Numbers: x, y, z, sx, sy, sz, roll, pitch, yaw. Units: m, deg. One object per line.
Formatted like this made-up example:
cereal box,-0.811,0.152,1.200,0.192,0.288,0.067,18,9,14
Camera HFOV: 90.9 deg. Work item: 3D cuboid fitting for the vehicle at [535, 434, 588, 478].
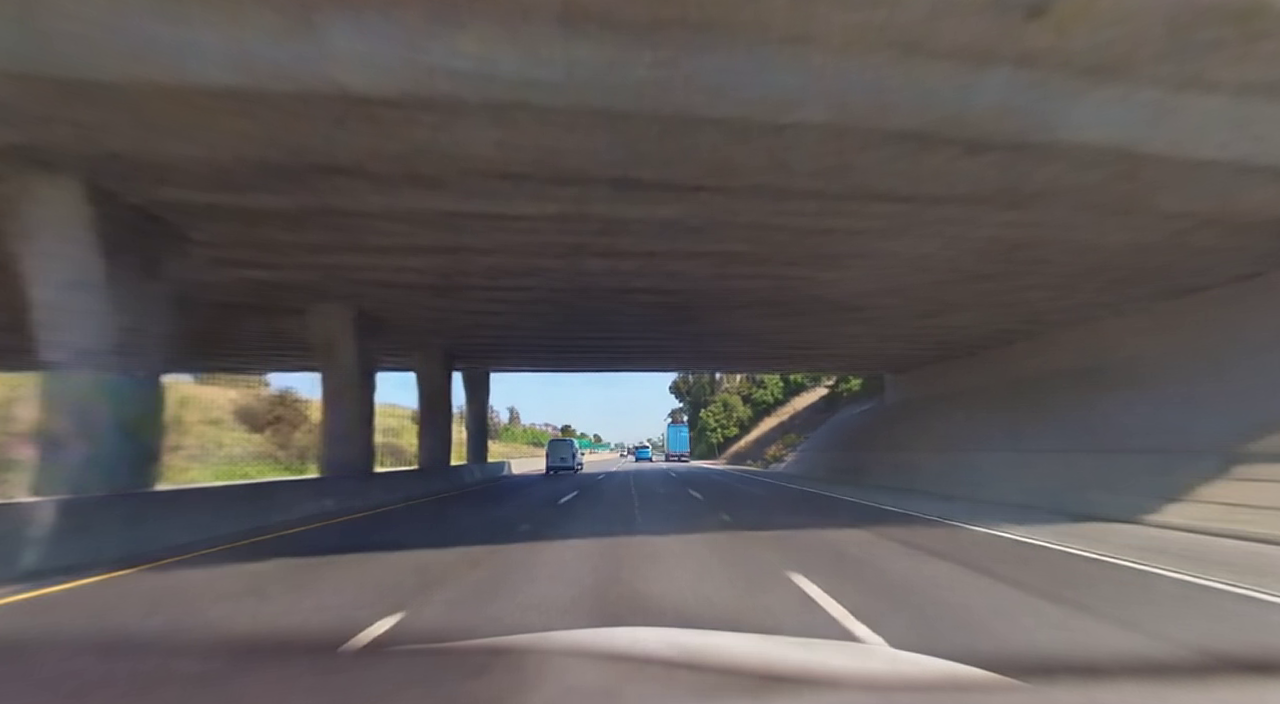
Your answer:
vehicle,-3.811,5.148,31.286,1.955,2.004,4.792,0,-9,1

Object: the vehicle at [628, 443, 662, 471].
vehicle,0.366,6.954,41.754,2.166,1.747,4.299,0,-9,1
